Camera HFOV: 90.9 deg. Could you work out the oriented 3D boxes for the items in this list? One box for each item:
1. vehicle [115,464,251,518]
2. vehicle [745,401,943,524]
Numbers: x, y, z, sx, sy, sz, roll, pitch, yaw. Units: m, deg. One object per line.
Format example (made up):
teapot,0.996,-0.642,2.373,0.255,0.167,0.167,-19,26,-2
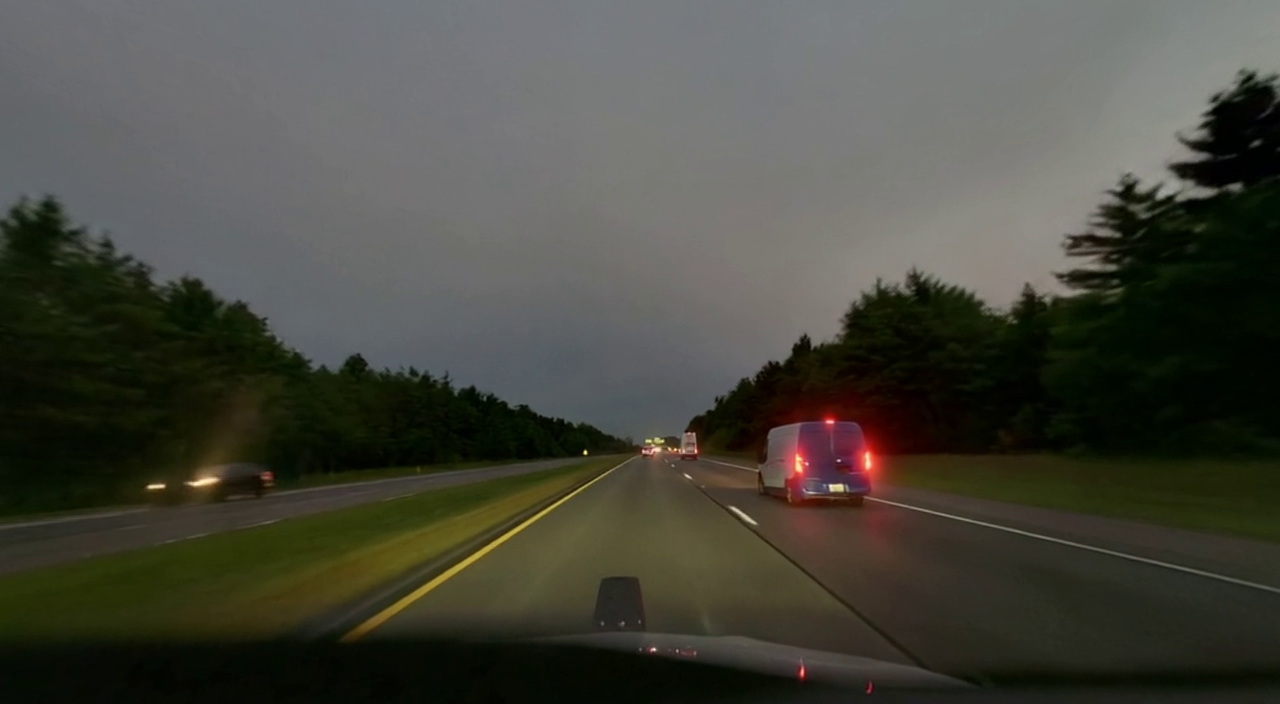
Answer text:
vehicle,-13.262,4.011,18.528,1.530,1.346,3.220,-1,-9,1
vehicle,3.835,2.225,13.051,2.371,2.045,4.768,0,-9,-1
